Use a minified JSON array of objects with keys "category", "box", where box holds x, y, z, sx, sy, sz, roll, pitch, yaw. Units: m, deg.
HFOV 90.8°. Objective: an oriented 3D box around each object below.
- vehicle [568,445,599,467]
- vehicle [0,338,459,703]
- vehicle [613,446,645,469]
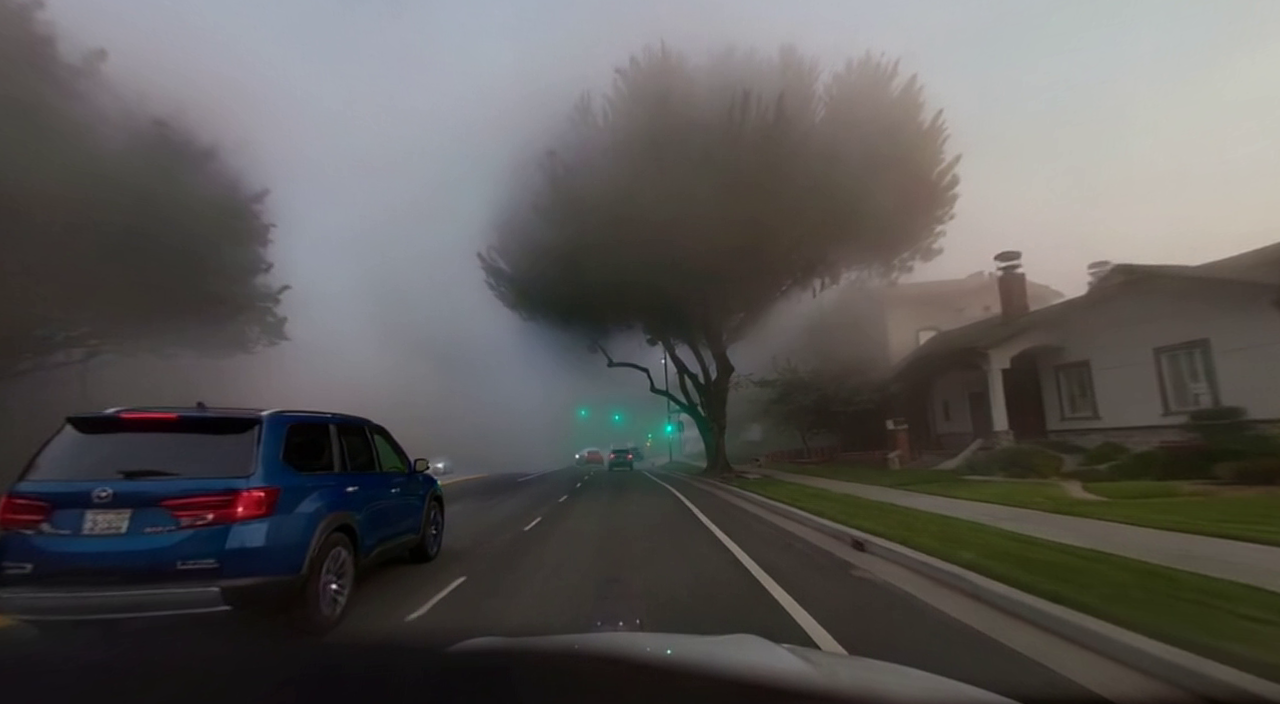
[{"category":"vehicle","box":[-4.390,8.165,49.810,2.002,1.688,4.084,0,-8,1]},{"category":"vehicle","box":[-3.615,1.300,5.788,2.276,1.960,5.561,0,-8,0]},{"category":"vehicle","box":[-0.751,7.071,42.607,2.016,1.470,3.784,0,-8,-1]}]
